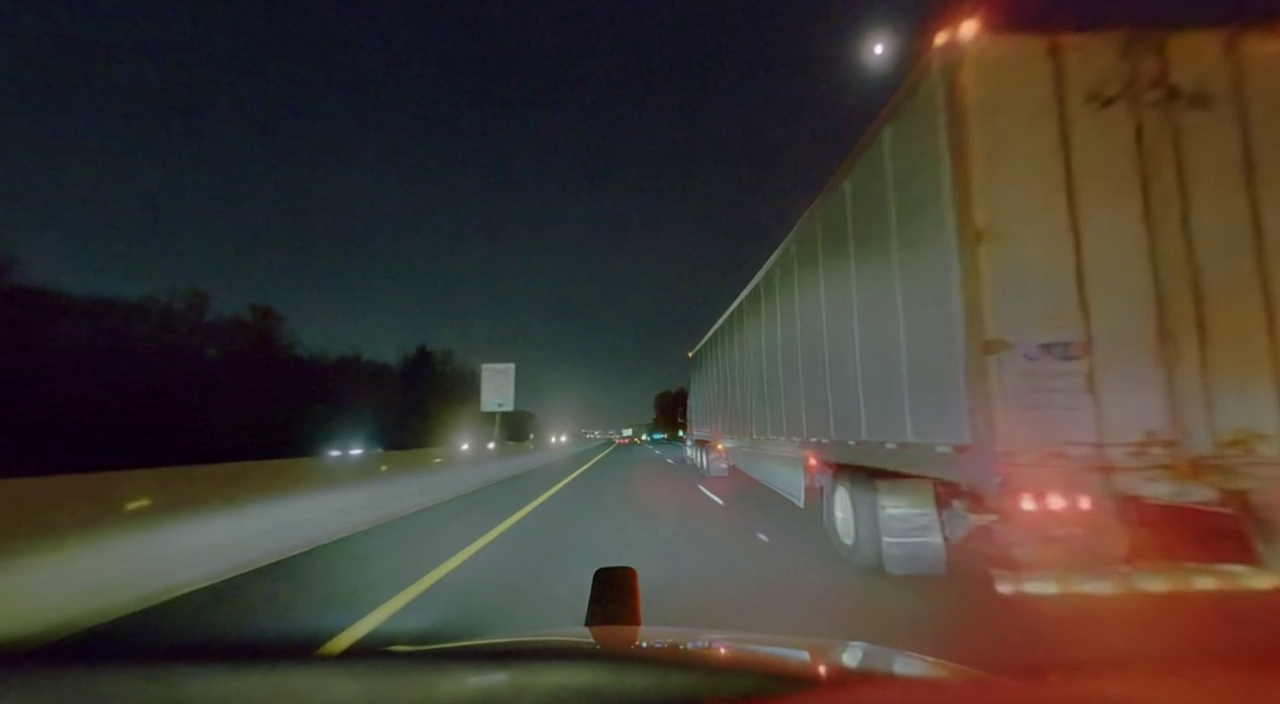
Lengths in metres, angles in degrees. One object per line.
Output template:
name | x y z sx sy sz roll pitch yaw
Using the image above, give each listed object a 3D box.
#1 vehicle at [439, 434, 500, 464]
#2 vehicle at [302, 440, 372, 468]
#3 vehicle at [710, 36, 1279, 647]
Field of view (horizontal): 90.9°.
vehicle | -8.966 5.129 33.563 2.050 1.466 4.588 0 -7 -1
vehicle | -17.469 5.877 36.556 1.854 1.471 4.586 0 -7 -1
vehicle | 3.541 0.667 10.704 2.954 3.995 13.335 0 -7 -1
